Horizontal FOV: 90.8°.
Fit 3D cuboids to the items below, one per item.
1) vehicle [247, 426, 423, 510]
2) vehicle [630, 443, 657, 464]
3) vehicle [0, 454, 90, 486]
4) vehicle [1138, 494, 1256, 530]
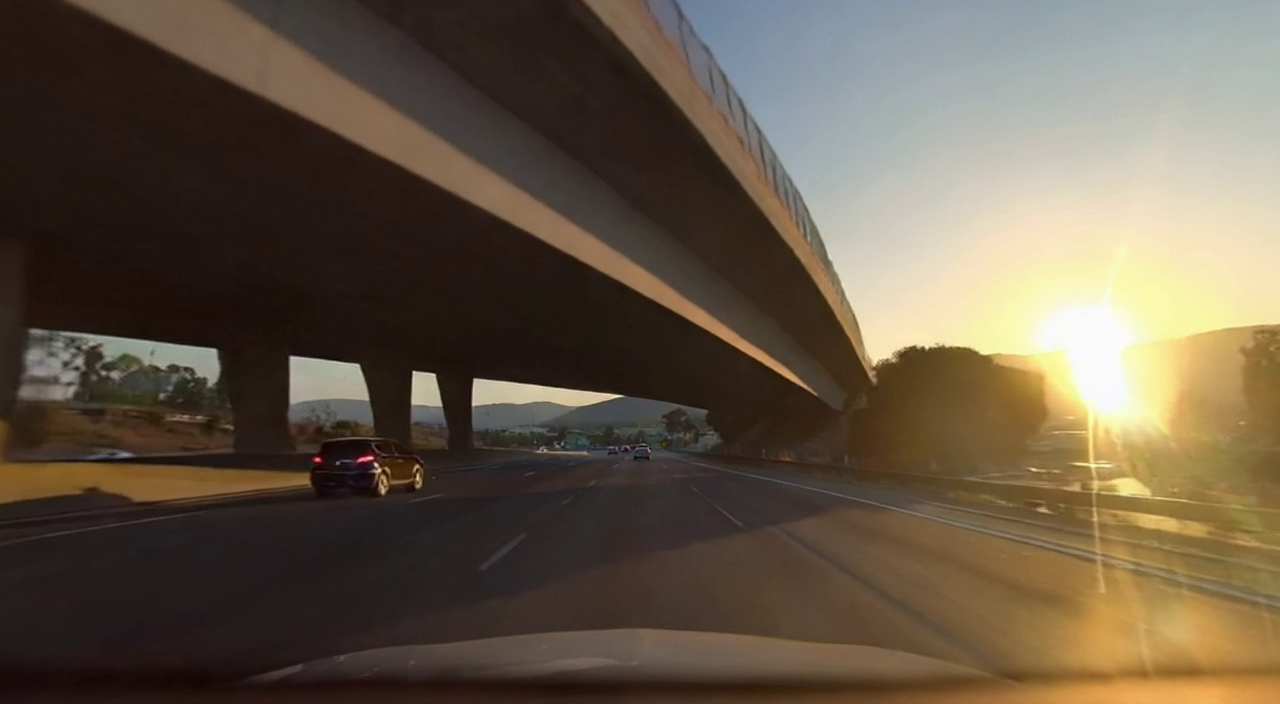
[{"bbox_3d":[-7.439,2.869,16.115,2.032,1.808,4.776,0,-8,1],"label":"vehicle"},{"bbox_3d":[0.230,7.984,49.742,2.021,1.528,4.154,0,-8,-1],"label":"vehicle"},{"bbox_3d":[-32.505,6.274,33.860,1.814,1.477,4.544,0,-8,1],"label":"vehicle"},{"bbox_3d":[33.030,9.476,37.593,1.821,1.548,4.860,5,-10,-33],"label":"vehicle"}]
